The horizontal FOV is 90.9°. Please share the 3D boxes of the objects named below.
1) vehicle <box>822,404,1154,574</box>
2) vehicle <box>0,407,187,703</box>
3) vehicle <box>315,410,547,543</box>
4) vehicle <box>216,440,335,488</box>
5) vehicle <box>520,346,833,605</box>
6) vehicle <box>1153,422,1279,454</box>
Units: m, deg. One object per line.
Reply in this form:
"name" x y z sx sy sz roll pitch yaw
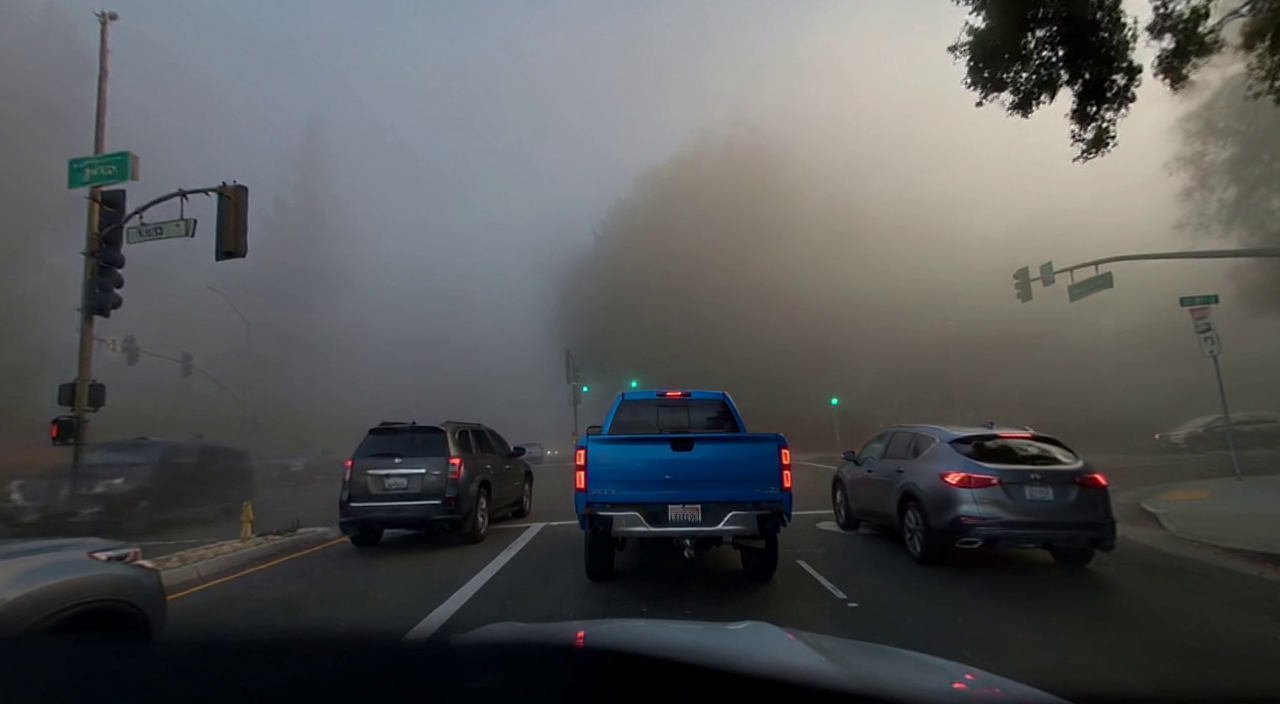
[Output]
"vehicle" 4.058 1.664 8.398 1.984 1.659 4.226 0 -8 0
"vehicle" -3.386 0.738 0.881 1.998 1.481 4.656 0 -8 1
"vehicle" -3.153 2.007 10.827 2.125 1.739 4.707 0 -8 3
"vehicle" -16.147 4.944 28.363 2.109 1.936 5.330 0 -8 0
"vehicle" 0.334 1.334 7.557 2.505 2.084 4.768 0 -8 1
"vehicle" 27.746 4.126 30.132 4.681 1.458 1.908 0 -8 -1
